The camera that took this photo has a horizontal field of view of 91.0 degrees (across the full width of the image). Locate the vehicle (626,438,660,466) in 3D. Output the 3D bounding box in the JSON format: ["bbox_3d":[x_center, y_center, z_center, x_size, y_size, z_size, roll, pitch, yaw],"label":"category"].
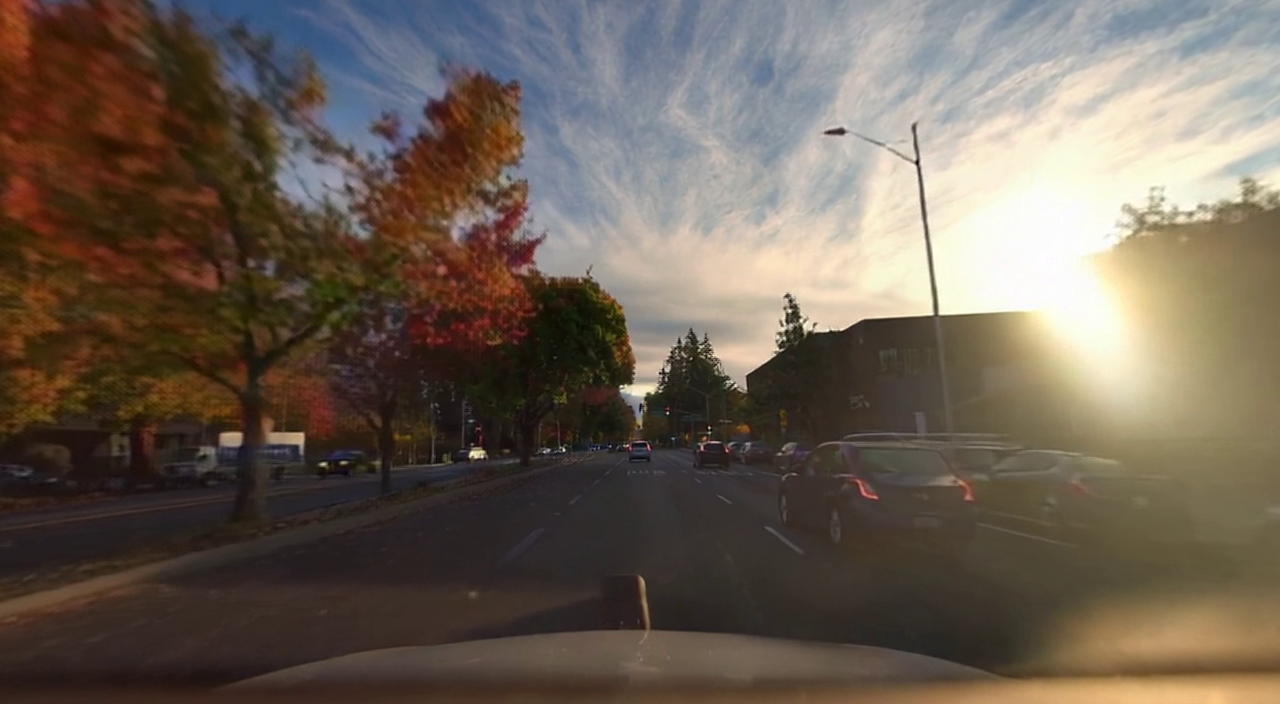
[{"bbox_3d":[0.209,6.928,43.685,2.239,1.856,4.815,0,-9,0],"label":"vehicle"}]

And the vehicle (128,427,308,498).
[{"bbox_3d":[-22.147,5.863,34.084,2.961,3.271,9.547,0,-9,1],"label":"vehicle"}]

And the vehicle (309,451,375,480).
[{"bbox_3d":[-18.716,7.143,39.793,1.962,1.691,4.328,0,-9,1],"label":"vehicle"}]

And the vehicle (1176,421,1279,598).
[{"bbox_3d":[6.842,1.232,4.441,2.061,1.593,4.602,0,-9,0],"label":"vehicle"}]

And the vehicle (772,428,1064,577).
[{"bbox_3d":[3.336,1.892,8.785,1.977,1.498,4.521,0,-9,0],"label":"vehicle"}]

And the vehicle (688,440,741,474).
[{"bbox_3d":[3.696,5.329,32.149,2.178,1.546,4.311,0,-9,0],"label":"vehicle"}]
